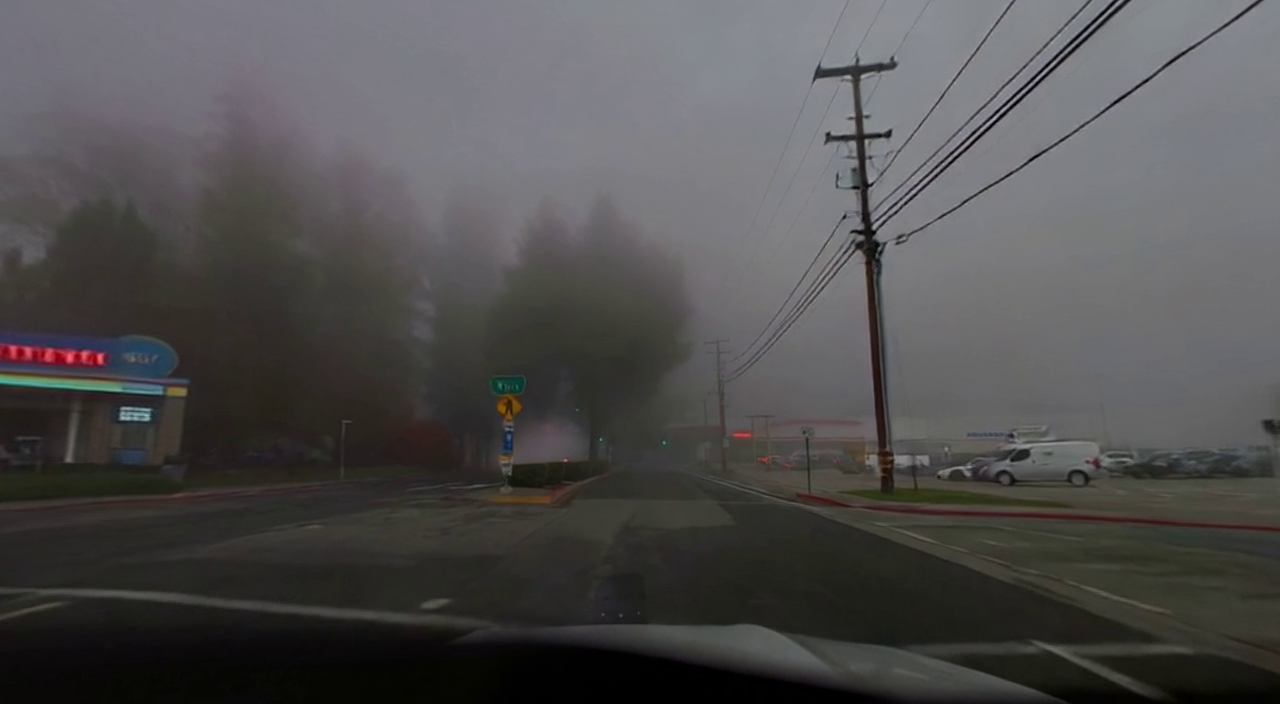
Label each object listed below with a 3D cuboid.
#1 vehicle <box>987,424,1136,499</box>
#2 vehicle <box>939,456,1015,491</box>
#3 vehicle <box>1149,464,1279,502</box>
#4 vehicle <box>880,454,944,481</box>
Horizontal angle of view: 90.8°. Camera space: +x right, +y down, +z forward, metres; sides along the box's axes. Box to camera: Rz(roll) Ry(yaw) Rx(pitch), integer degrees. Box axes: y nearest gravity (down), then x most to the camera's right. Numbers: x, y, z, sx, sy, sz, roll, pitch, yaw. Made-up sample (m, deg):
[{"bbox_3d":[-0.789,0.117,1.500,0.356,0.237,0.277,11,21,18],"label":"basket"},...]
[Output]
[{"bbox_3d":[18.357,4.769,28.040,2.642,2.930,5.826,0,-9,2],"label":"vehicle"},{"bbox_3d":[18.581,6.674,35.073,2.041,1.674,4.301,2,-9,3],"label":"vehicle"},{"bbox_3d":[25.901,5.881,28.683,2.113,1.461,3.997,0,-9,-1],"label":"vehicle"},{"bbox_3d":[20.564,8.696,47.656,4.694,1.845,2.086,6,-10,-33],"label":"vehicle"}]
